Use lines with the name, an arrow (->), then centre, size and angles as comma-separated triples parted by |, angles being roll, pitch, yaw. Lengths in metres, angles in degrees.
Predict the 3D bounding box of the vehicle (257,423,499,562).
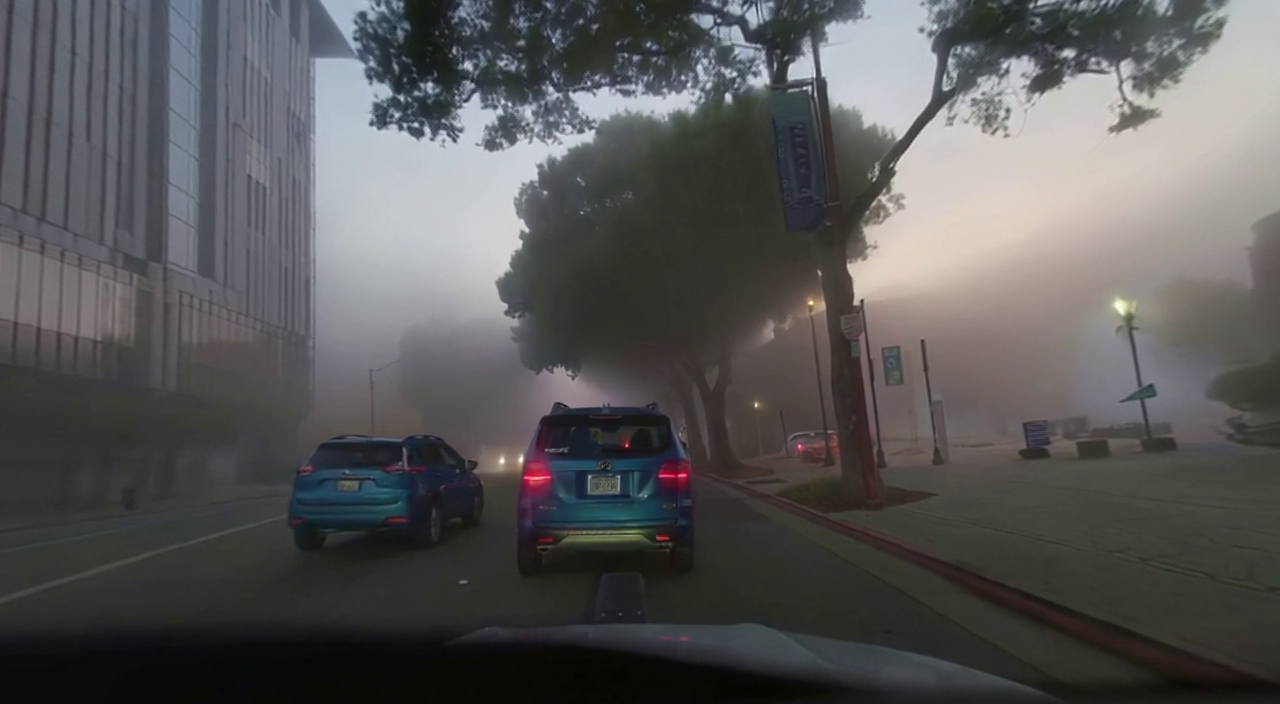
vehicle -> -3.689, 2.033, 9.961 | 1.971, 1.658, 4.428 | 0, -8, -1

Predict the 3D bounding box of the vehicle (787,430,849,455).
vehicle -> 10.610, 5.377, 37.505 | 1.877, 1.416, 3.965 | -8, -11, 43

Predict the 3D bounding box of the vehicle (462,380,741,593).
vehicle -> -0.416, 1.543, 8.062 | 2.531, 1.930, 4.382 | 0, -8, -2
